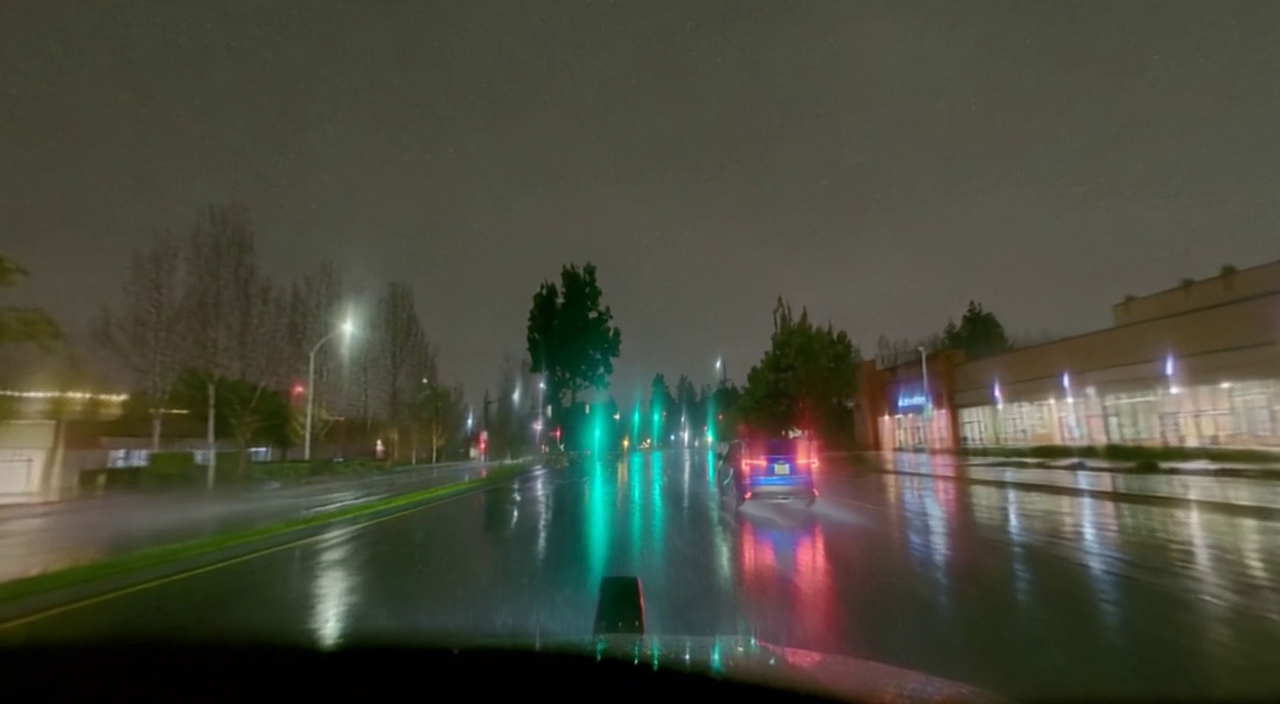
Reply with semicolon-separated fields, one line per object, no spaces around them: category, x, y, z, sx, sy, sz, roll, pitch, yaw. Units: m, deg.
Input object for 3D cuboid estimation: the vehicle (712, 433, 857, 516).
vehicle;2.889;2.568;13.749;2.015;1.479;4.444;0;-9;-1
